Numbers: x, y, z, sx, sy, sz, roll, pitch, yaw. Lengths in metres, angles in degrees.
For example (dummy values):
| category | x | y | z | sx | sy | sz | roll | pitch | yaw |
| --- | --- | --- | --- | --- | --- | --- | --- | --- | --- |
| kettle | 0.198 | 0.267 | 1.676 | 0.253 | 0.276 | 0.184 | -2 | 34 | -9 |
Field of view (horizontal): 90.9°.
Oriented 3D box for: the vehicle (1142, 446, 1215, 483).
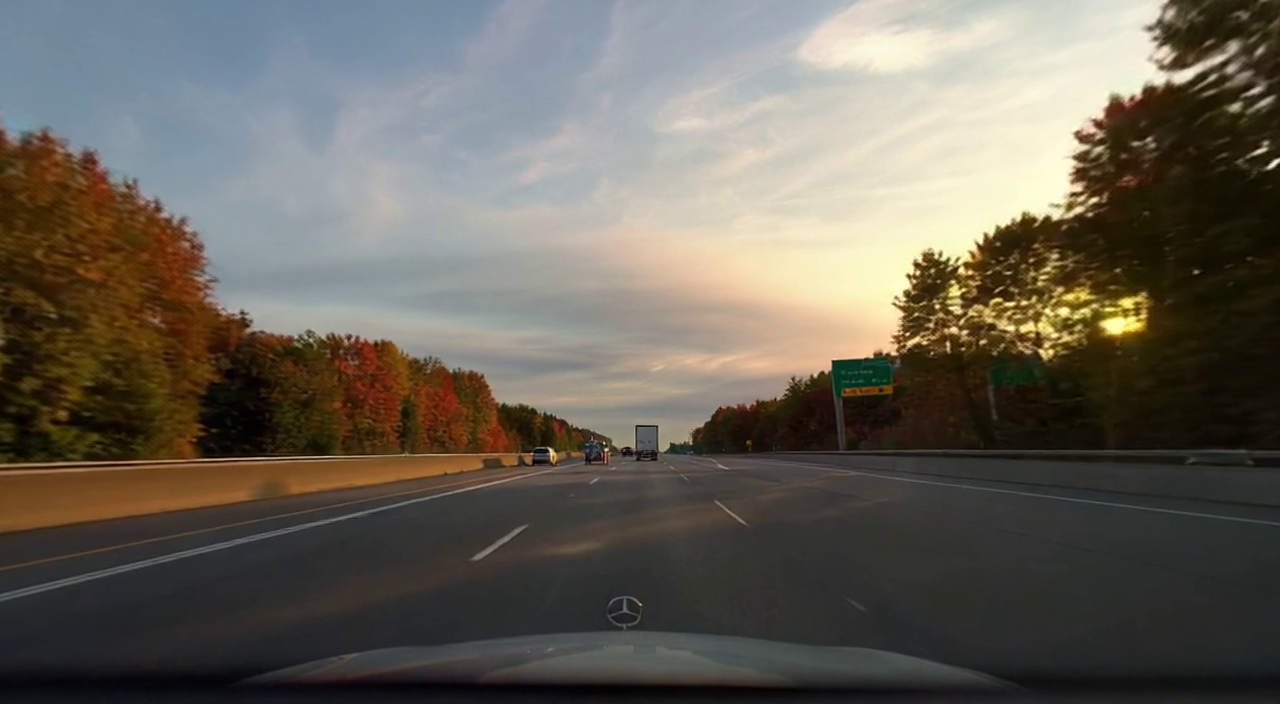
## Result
| category | x | y | z | sx | sy | sz | roll | pitch | yaw |
| --- | --- | --- | --- | --- | --- | --- | --- | --- | --- |
| vehicle | 32.334 | 6.704 | 37.997 | 2.085 | 2.025 | 4.992 | -4 | -10 | 27 |
